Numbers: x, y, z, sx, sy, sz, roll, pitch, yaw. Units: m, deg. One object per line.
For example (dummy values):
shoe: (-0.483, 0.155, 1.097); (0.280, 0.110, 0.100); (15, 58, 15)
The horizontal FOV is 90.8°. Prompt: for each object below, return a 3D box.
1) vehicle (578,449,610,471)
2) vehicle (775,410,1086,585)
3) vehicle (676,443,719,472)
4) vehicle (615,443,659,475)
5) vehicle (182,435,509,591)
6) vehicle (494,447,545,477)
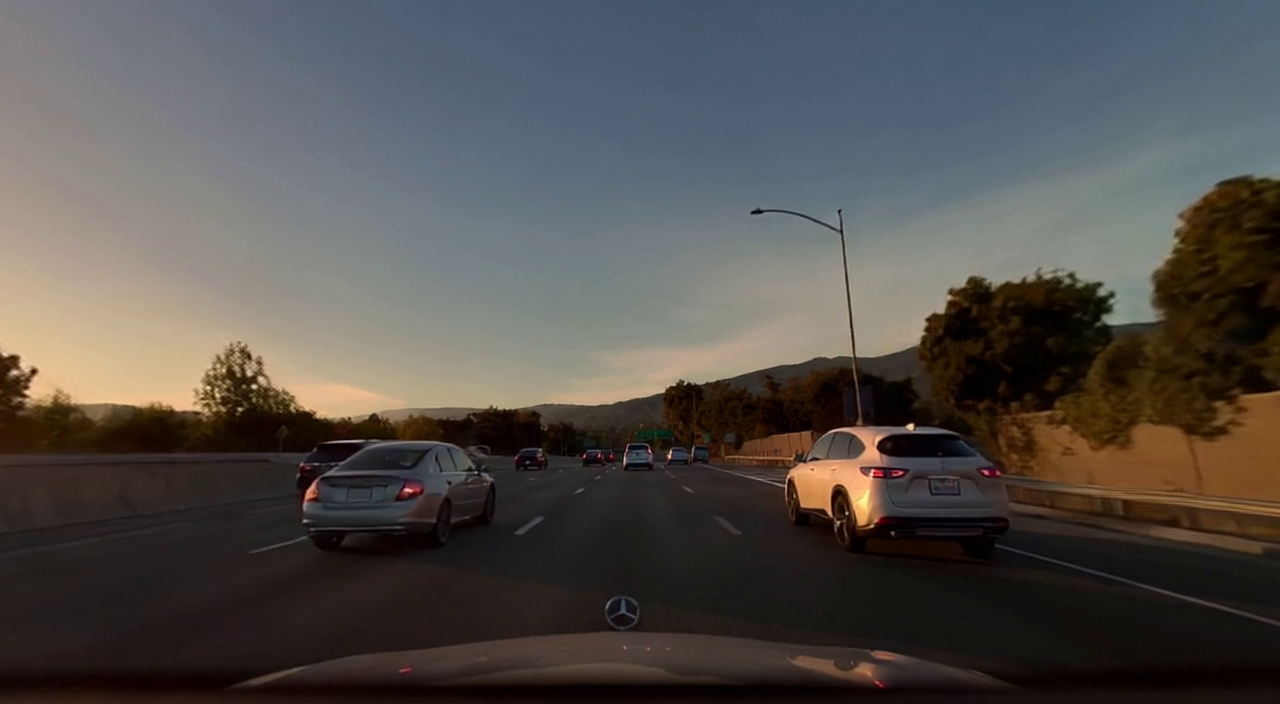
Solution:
vehicle: (-3.377, 8.025, 47.041); (1.968, 1.473, 4.209); (0, -8, 2)
vehicle: (3.385, 1.779, 8.624); (2.029, 1.716, 4.545); (0, -8, -1)
vehicle: (3.615, 6.767, 40.650); (2.320, 1.735, 4.408); (0, -8, 0)
vehicle: (-0.167, 6.153, 36.663); (2.408, 1.748, 4.217); (0, -8, 0)
vehicle: (-3.407, 1.940, 8.674); (2.130, 1.514, 4.766); (0, -8, 1)
vehicle: (-6.717, 6.179, 35.736); (1.980, 1.519, 4.147); (0, -8, 2)
